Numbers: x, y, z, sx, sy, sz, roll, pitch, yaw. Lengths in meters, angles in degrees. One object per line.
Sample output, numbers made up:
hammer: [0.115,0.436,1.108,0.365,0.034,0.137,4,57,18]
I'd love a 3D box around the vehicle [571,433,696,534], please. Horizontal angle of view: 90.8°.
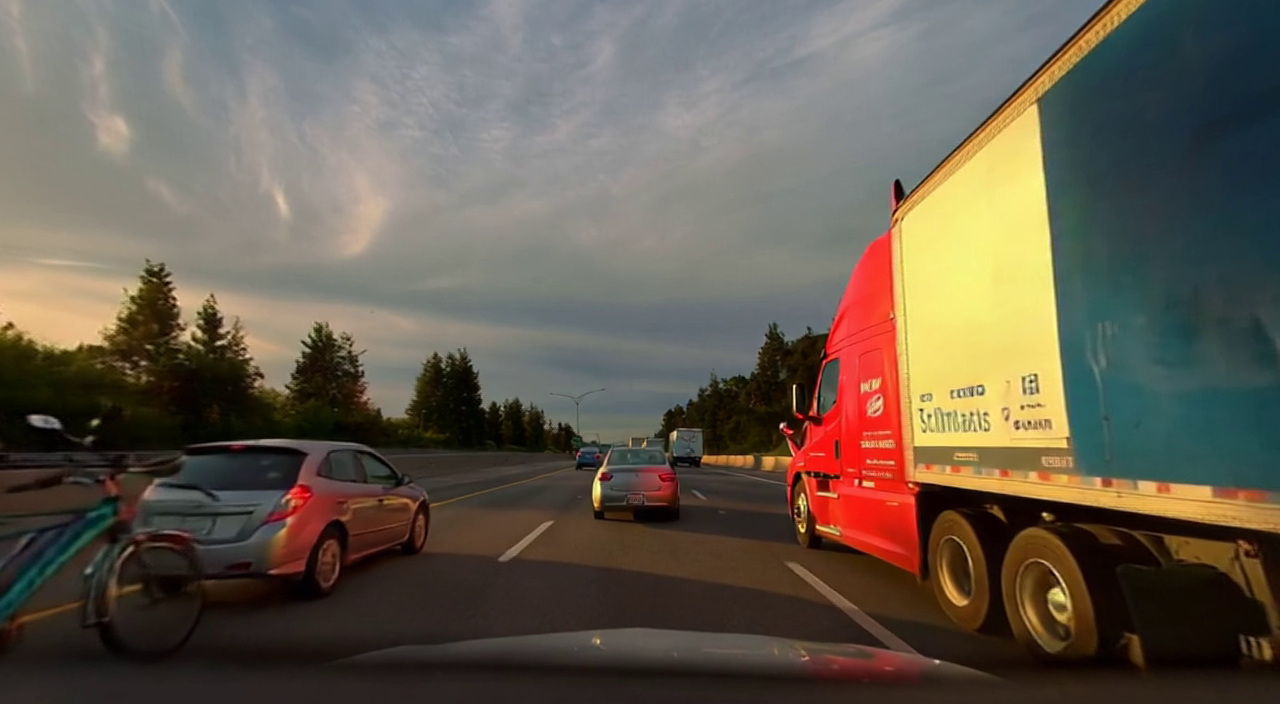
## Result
vehicle: [-0.117,2.359,11.749,1.973,1.574,3.426,0,-9,-1]

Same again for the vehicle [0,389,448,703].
vehicle: [-3.489,1.398,5.750,1.985,1.671,4.604,0,-9,0]
